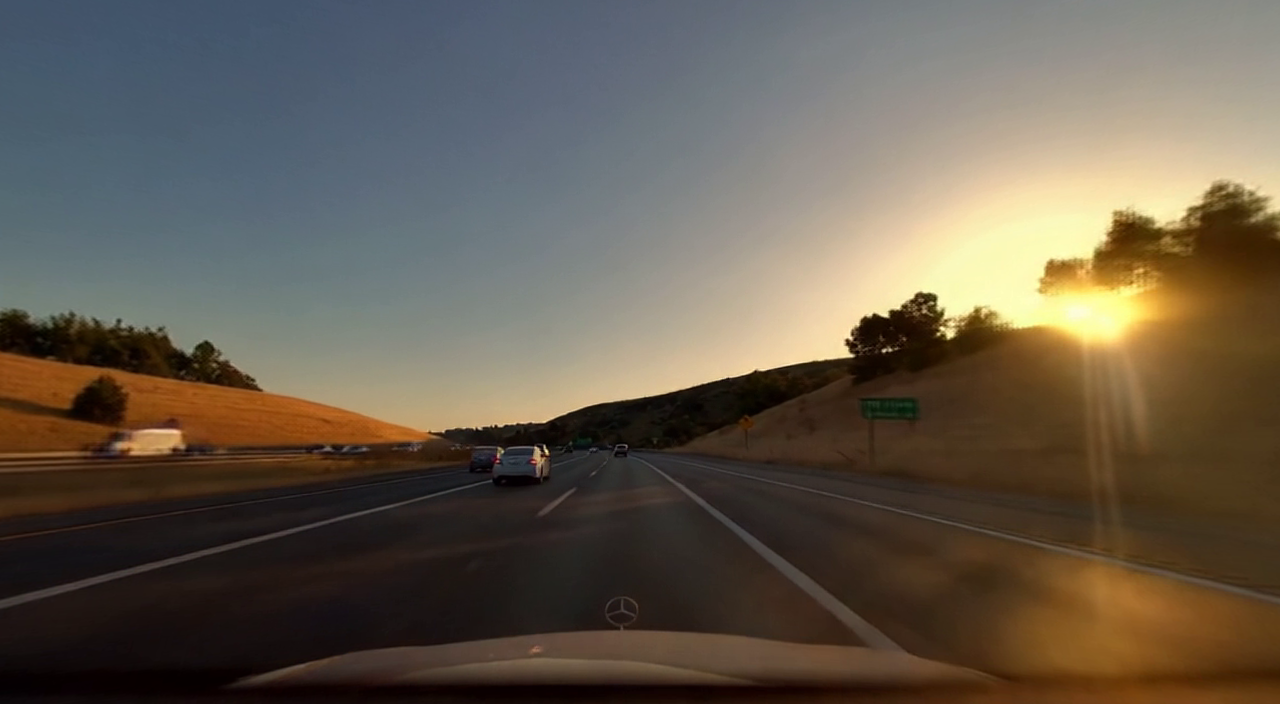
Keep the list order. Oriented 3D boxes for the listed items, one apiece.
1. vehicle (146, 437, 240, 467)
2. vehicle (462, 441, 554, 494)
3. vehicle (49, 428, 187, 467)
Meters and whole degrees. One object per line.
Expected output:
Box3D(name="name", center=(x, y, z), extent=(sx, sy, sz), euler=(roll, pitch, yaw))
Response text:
Box3D(name="vehicle", center=(-25.498, 5.735, 36.275), extent=(1.940, 1.597, 4.711), euler=(0, -9, -1))
Box3D(name="vehicle", center=(-4.164, 3.712, 20.743), extent=(2.073, 1.516, 4.478), euler=(0, -9, 0))
Box3D(name="vehicle", center=(-29.223, 5.413, 35.779), extent=(2.609, 2.014, 6.121), euler=(0, -9, -1))
